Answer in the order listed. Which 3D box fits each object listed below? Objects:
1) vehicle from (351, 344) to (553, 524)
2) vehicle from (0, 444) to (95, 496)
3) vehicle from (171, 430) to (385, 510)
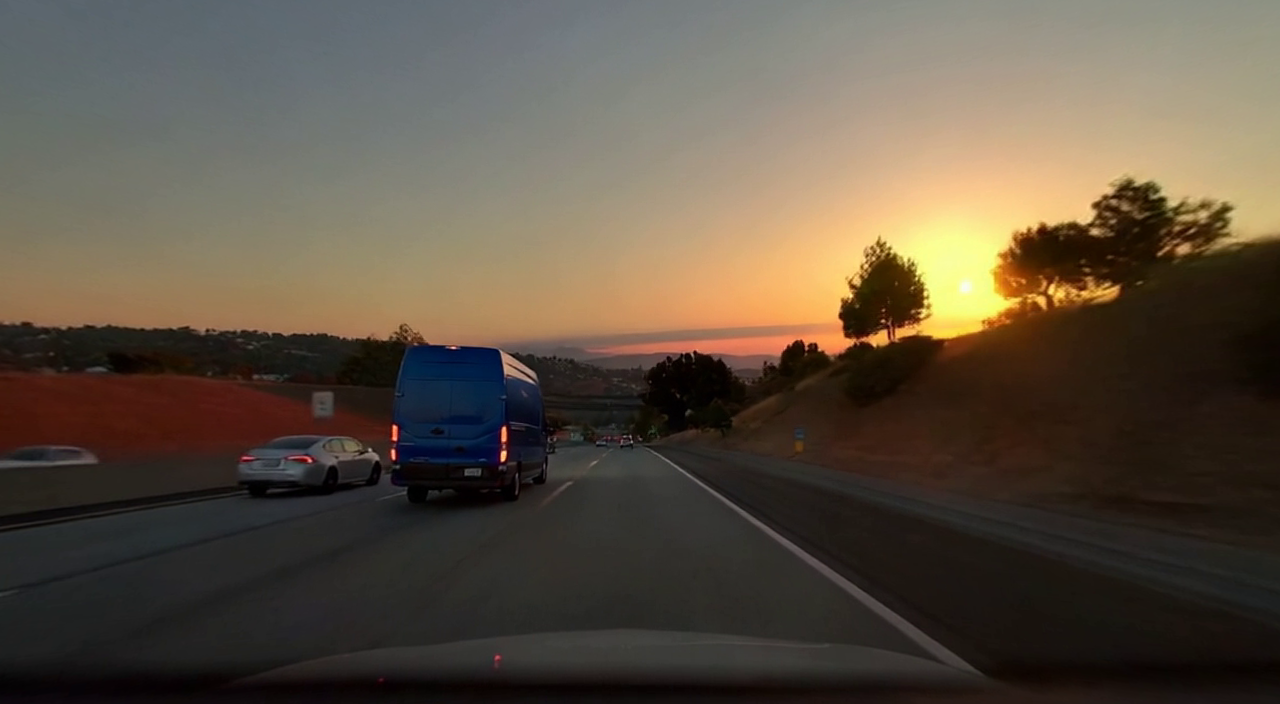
[{"bbox_3d":[-3.420,1.748,13.516,2.428,2.782,7.330,0,-8,-3],"label":"vehicle"},{"bbox_3d":[-19.739,3.620,19.398,1.903,1.470,4.473,0,-8,-2],"label":"vehicle"},{"bbox_3d":[-7.668,2.509,14.071,1.994,1.466,4.837,0,-8,-1],"label":"vehicle"}]
